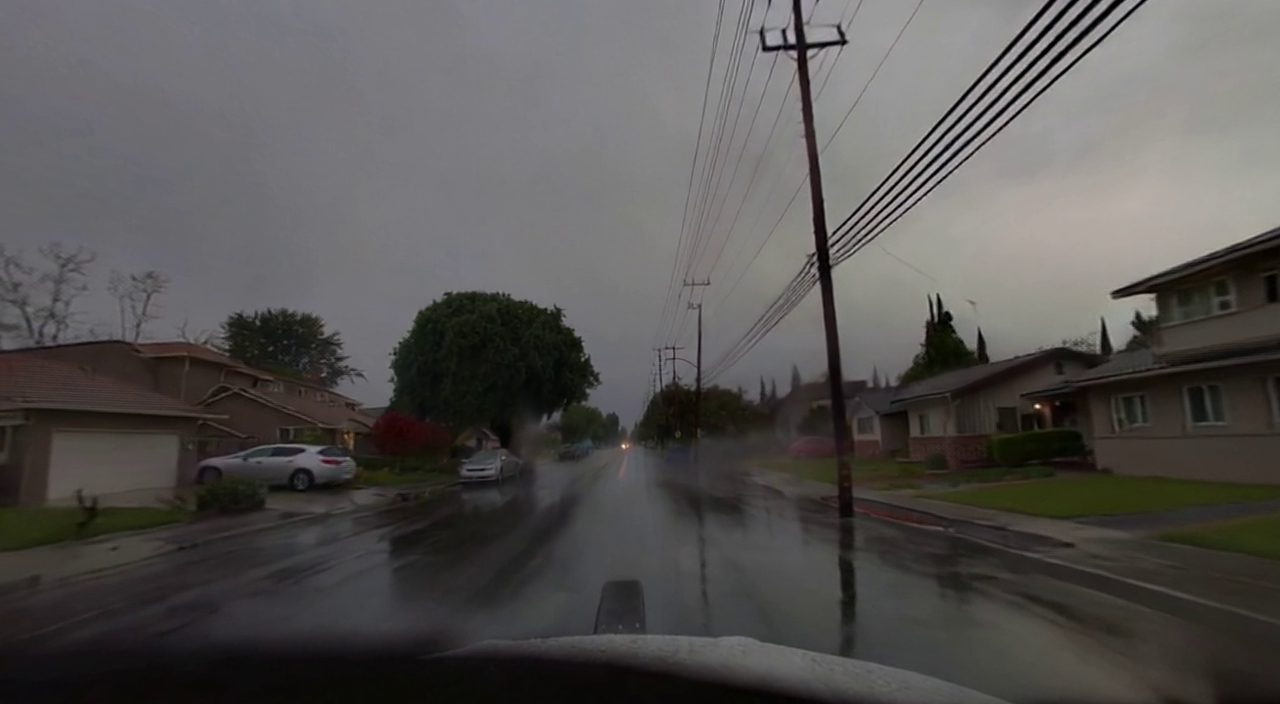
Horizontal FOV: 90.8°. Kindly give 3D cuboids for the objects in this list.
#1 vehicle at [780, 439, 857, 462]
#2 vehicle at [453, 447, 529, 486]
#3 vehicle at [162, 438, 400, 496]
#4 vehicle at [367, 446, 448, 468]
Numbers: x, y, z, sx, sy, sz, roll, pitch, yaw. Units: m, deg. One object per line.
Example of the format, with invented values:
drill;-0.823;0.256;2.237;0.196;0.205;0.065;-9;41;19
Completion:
vehicle;12.062;6.685;42.807;4.605;1.492;1.898;0;-9;-1
vehicle;-6.488;5.036;28.142;2.208;1.491;5.089;0;-8;-1
vehicle;-12.183;3.951;21.954;6.619;1.759;2.632;-1;-9;-2
vehicle;-16.142;7.282;43.991;4.833;1.489;1.987;0;-9;2
